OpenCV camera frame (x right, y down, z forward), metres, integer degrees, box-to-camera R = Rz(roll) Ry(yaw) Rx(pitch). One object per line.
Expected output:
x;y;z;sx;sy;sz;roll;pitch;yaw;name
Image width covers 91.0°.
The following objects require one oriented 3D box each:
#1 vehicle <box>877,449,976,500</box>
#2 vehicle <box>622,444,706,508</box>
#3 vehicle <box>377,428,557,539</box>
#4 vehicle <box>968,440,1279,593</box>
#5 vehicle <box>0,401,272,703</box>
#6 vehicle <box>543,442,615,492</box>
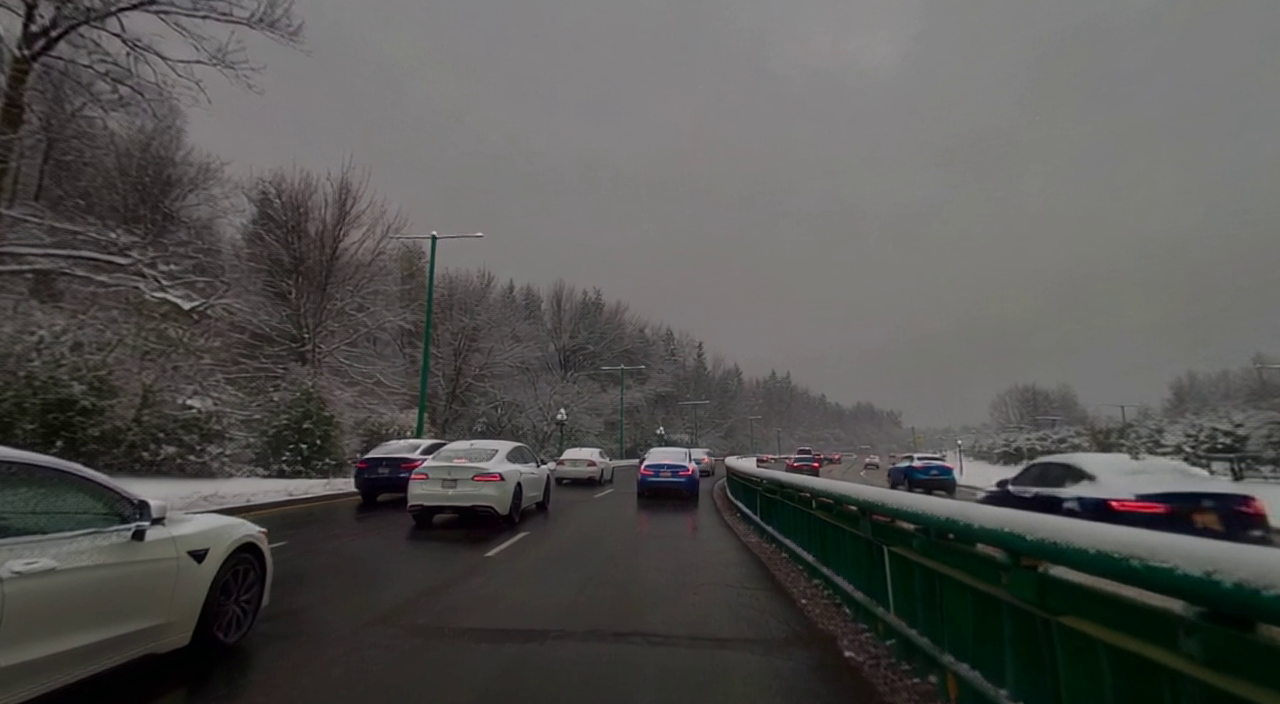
11.394;4.856;25.478;2.121;1.777;4.755;0;-9;5;vehicle
0.692;3.299;17.275;2.015;1.506;4.276;0;-9;3;vehicle
-2.941;2.351;11.919;1.979;1.663;4.513;0;-9;2;vehicle
6.681;2.118;8.991;1.768;1.634;4.064;1;-9;0;vehicle
-3.488;0.878;2.038;1.921;1.503;4.317;0;-9;1;vehicle
-2.154;4.214;23.491;1.930;1.635;4.260;0;-9;5;vehicle
